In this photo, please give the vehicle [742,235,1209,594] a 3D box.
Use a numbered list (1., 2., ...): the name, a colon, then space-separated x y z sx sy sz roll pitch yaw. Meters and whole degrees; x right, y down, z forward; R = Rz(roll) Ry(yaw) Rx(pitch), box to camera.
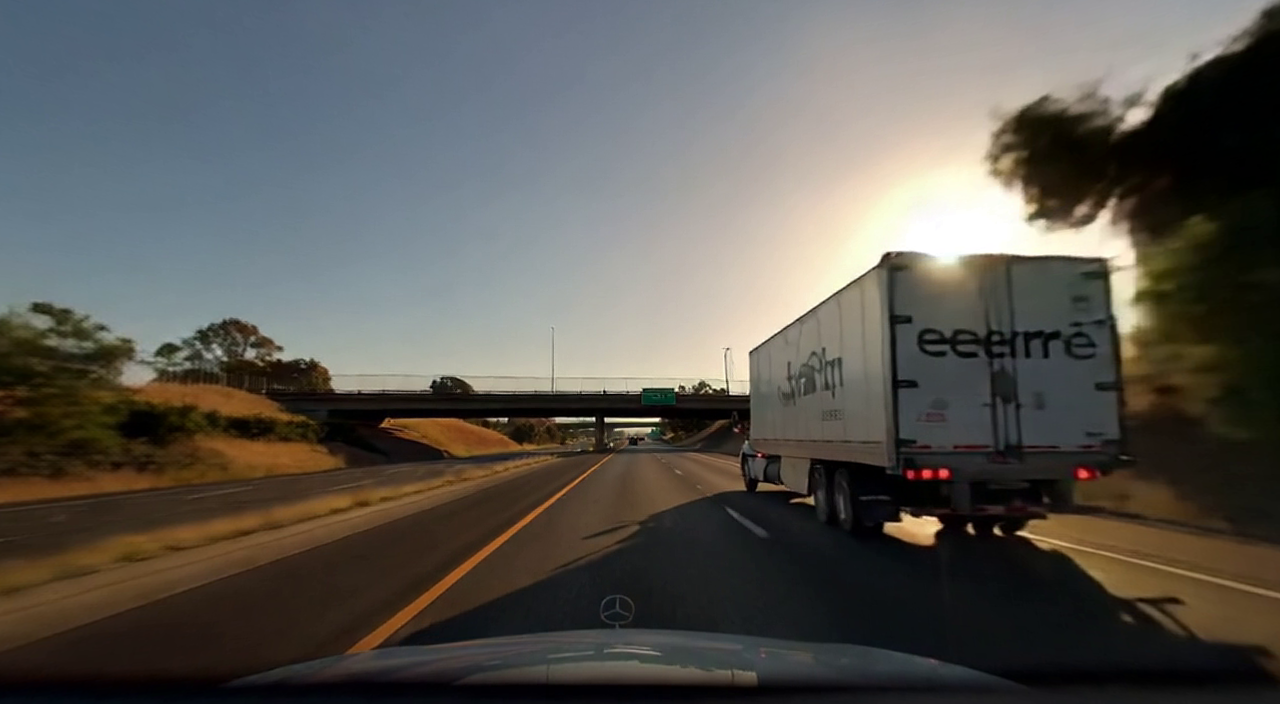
1. vehicle: 3.509 0.994 9.208 2.702 3.193 7.196 0 -8 -1
